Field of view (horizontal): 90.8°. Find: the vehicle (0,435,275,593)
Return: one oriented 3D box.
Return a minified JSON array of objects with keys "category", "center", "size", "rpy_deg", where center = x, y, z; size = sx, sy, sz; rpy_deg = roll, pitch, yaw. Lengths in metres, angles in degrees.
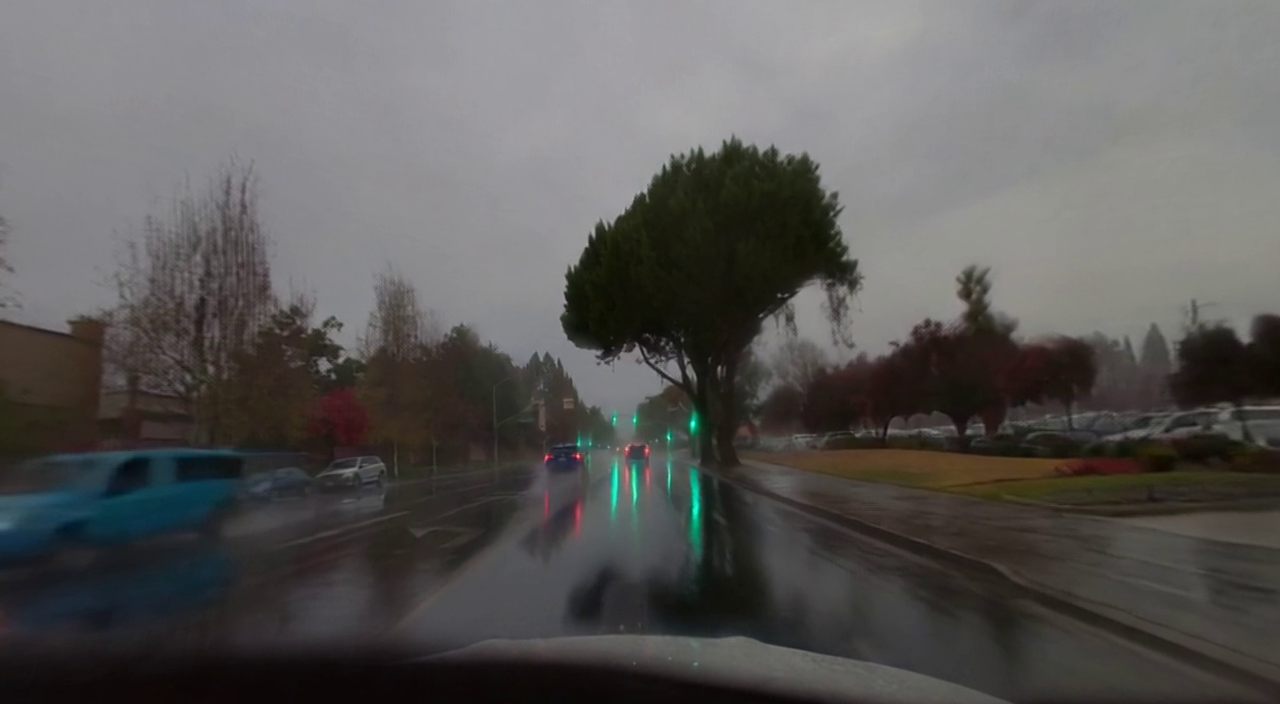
[{"category":"vehicle","center":[-7.891,2.226,9.462],"size":[2.084,1.731,4.595],"rpy_deg":[-4,-9,1]}]

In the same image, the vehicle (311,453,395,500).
[{"category":"vehicle","center":[-14.158,6.114,31.483],"size":[1.996,1.886,4.692],"rpy_deg":[-5,-9,0]}]

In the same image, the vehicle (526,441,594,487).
[{"category":"vehicle","center":[-3.226,4.606,26.338],"size":[2.097,1.755,4.336],"rpy_deg":[0,-9,2]}]

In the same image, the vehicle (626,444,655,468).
[{"category":"vehicle","center":[-0.005,7.936,48.329],"size":[2.088,1.735,4.801],"rpy_deg":[0,-9,-1]}]
